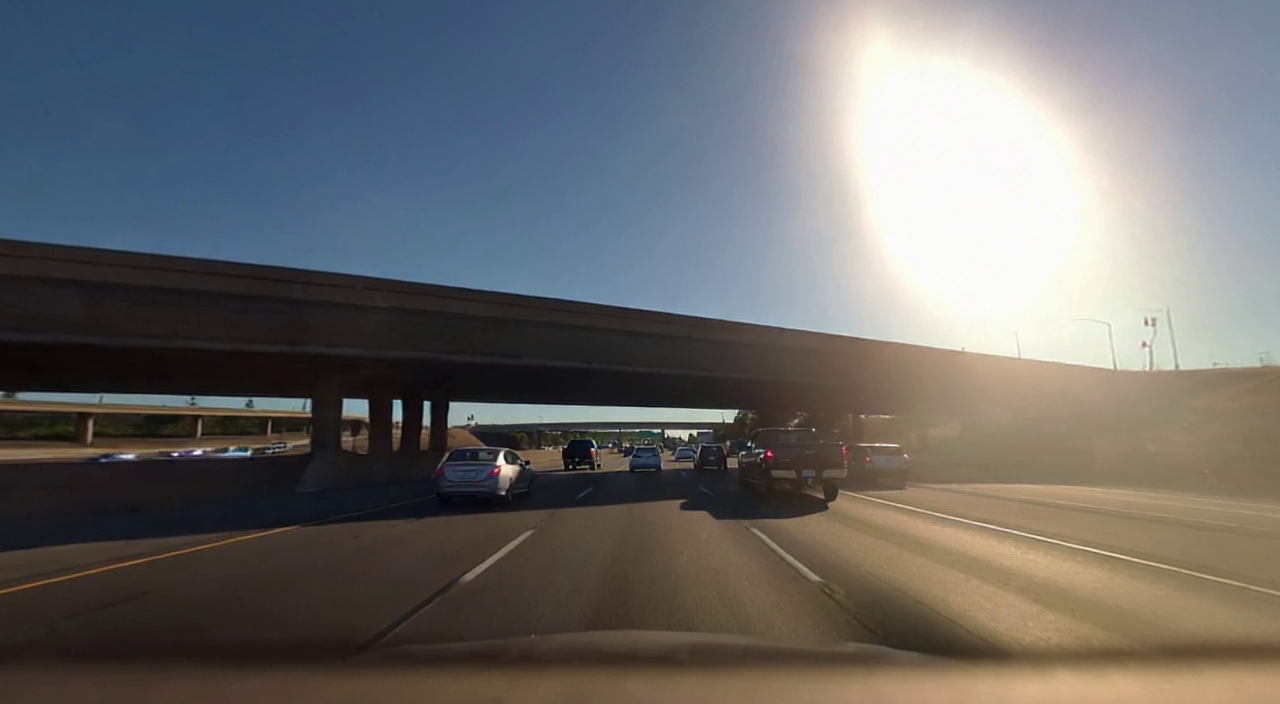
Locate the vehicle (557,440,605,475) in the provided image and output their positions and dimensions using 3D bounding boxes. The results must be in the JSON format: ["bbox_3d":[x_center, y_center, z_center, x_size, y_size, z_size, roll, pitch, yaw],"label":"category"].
[{"bbox_3d":[-3.258,5.935,35.646,2.176,1.783,4.799,0,-9,1],"label":"vehicle"}]

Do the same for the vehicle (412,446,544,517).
[{"bbox_3d":[-3.636,2.973,15.024,1.947,1.424,4.264,0,-9,1],"label":"vehicle"}]

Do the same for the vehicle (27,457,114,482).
[{"bbox_3d":[-37.813,7.783,41.955,1.783,1.502,4.285,0,-9,1],"label":"vehicle"}]

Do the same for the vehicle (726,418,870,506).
[{"bbox_3d":[3.883,2.867,16.787,2.340,1.925,5.529,0,-9,-1],"label":"vehicle"}]

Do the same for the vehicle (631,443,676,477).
[{"bbox_3d":[0.649,5.389,31.726,2.147,1.572,4.094,0,-9,0],"label":"vehicle"}]

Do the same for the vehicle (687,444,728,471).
[{"bbox_3d":[4.297,6.812,40.885,2.145,1.636,4.437,0,-9,-1],"label":"vehicle"}]
